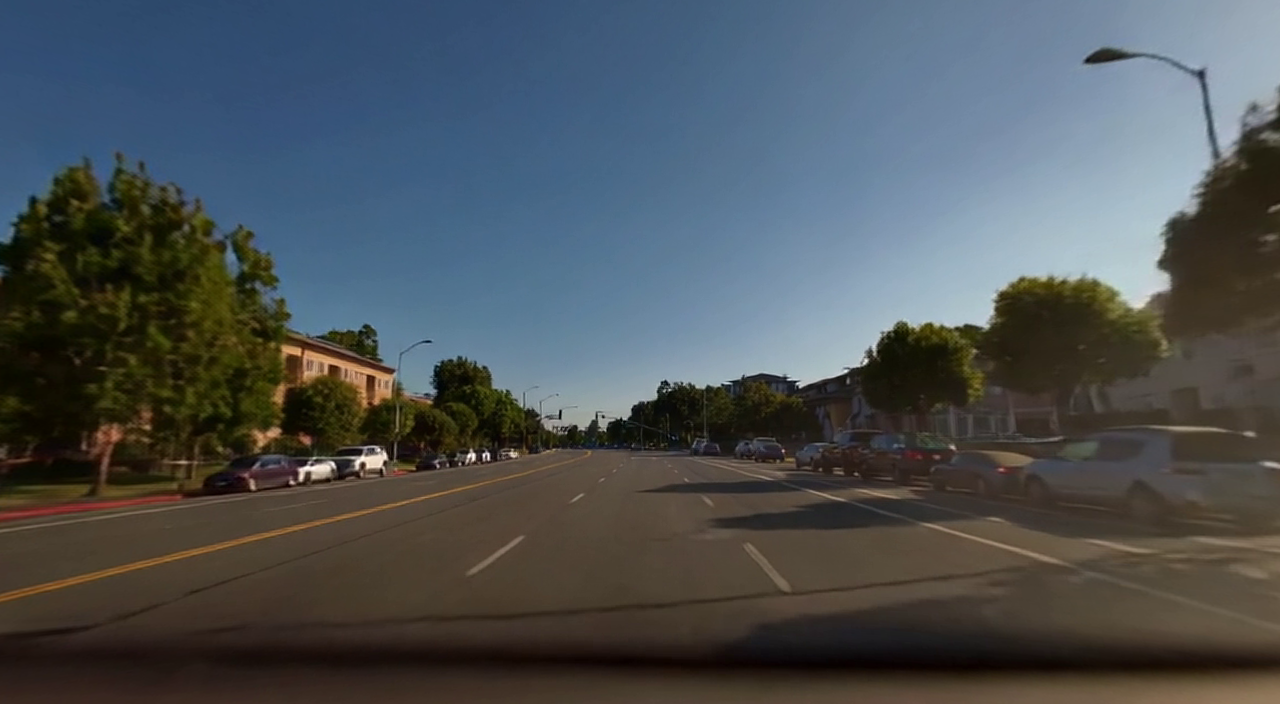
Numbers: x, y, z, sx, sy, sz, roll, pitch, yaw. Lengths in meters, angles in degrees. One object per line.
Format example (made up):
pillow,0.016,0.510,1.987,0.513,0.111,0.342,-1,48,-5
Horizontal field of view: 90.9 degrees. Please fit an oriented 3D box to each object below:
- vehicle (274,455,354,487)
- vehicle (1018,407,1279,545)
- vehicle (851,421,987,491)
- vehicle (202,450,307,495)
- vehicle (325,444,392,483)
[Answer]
vehicle,-16.825,6.147,32.848,1.740,1.442,4.678,-1,-8,-1
vehicle,9.649,2.166,11.663,2.088,1.973,5.003,0,-8,-1
vehicle,9.704,3.712,22.643,2.115,2.151,5.826,1,-9,-1
vehicle,-16.970,5.272,28.062,1.913,1.744,4.478,-1,-8,-2
vehicle,-16.847,6.647,37.968,2.046,1.945,4.688,-1,-7,-2
